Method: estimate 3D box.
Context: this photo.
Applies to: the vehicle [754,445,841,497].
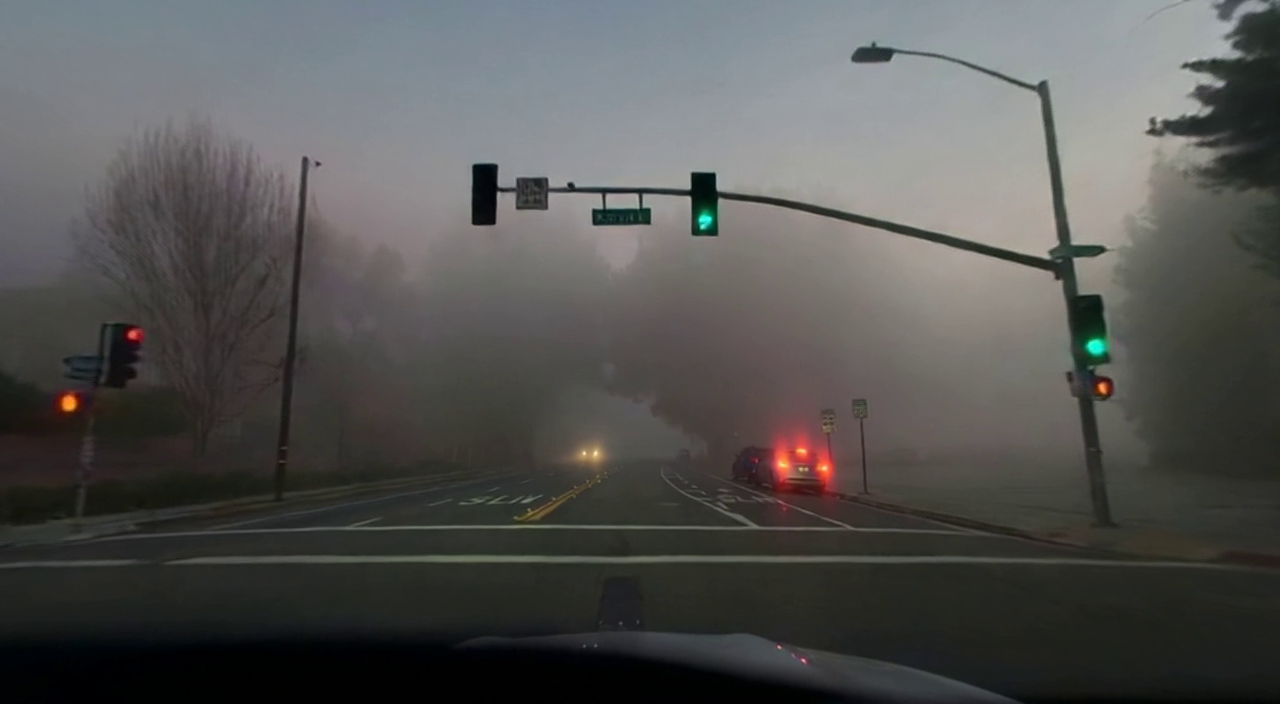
[{"bbox_3d":[5.358,4.076,22.101,1.891,1.611,4.269,0,-9,0],"label":"vehicle"}]
